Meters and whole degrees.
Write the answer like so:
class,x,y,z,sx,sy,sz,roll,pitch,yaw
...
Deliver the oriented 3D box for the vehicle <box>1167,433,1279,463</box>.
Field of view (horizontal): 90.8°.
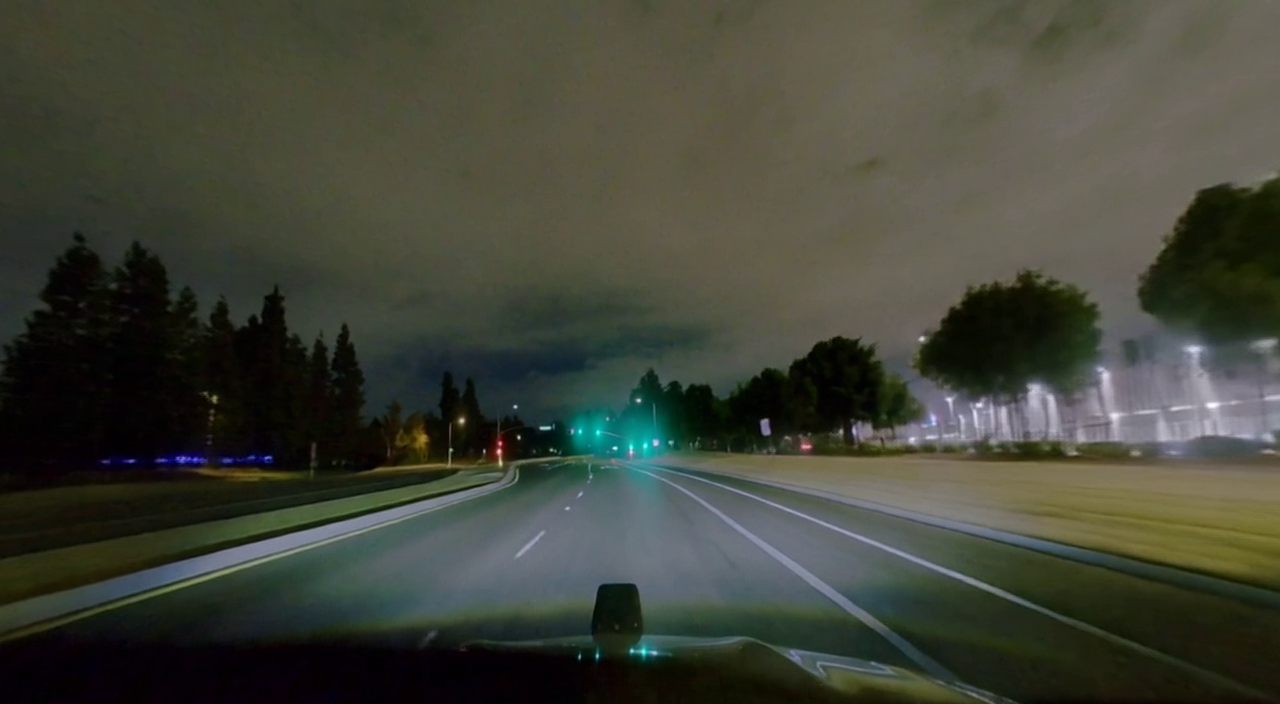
class,x,y,z,sx,sy,sz,roll,pitch,yaw
vehicle,31.638,5.146,33.907,5.062,1.557,1.988,1,-8,-5
